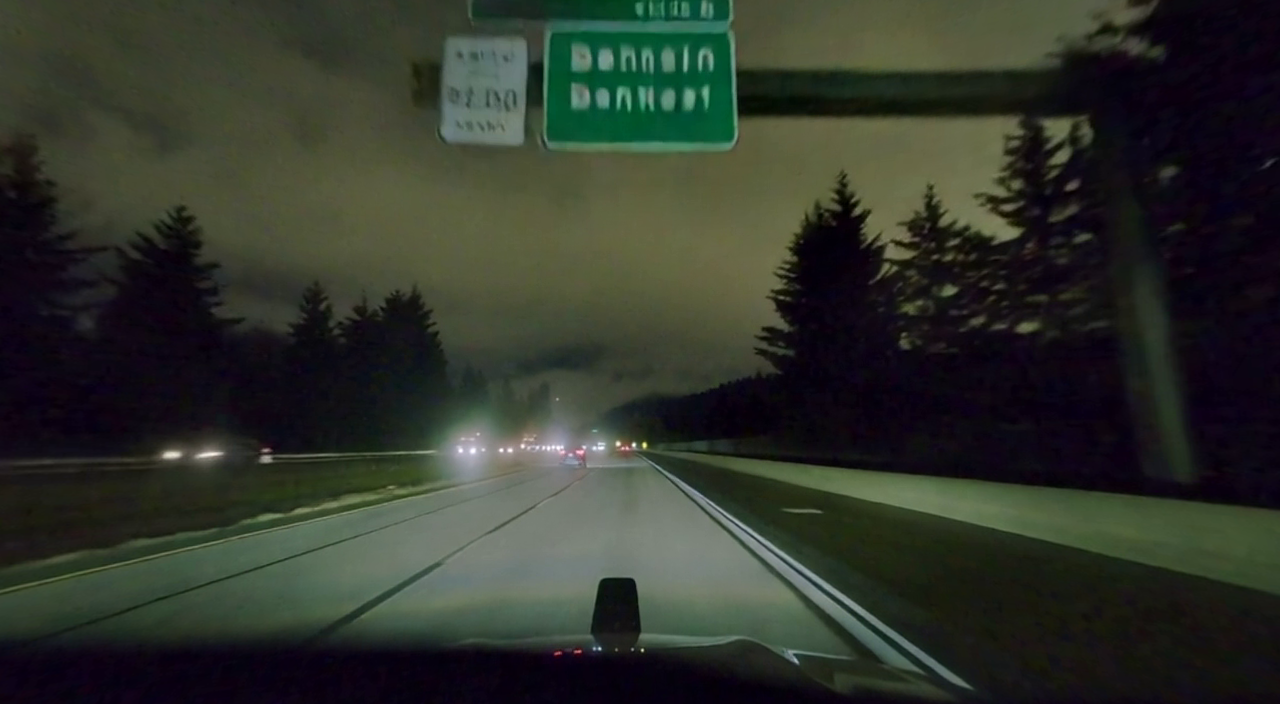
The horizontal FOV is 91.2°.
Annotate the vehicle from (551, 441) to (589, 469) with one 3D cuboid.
[{"bbox_3d":[-4.512,6.723,41.064,2.098,1.692,4.038,0,-9,-1],"label":"vehicle"}]

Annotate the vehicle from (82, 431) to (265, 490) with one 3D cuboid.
[{"bbox_3d":[-12.967,3.057,17.854,1.962,1.459,4.239,0,-9,-1],"label":"vehicle"}]

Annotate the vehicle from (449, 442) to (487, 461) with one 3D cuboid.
[{"bbox_3d":[-13.580,7.883,49.674,1.906,1.474,4.062,0,-9,0],"label":"vehicle"}]
